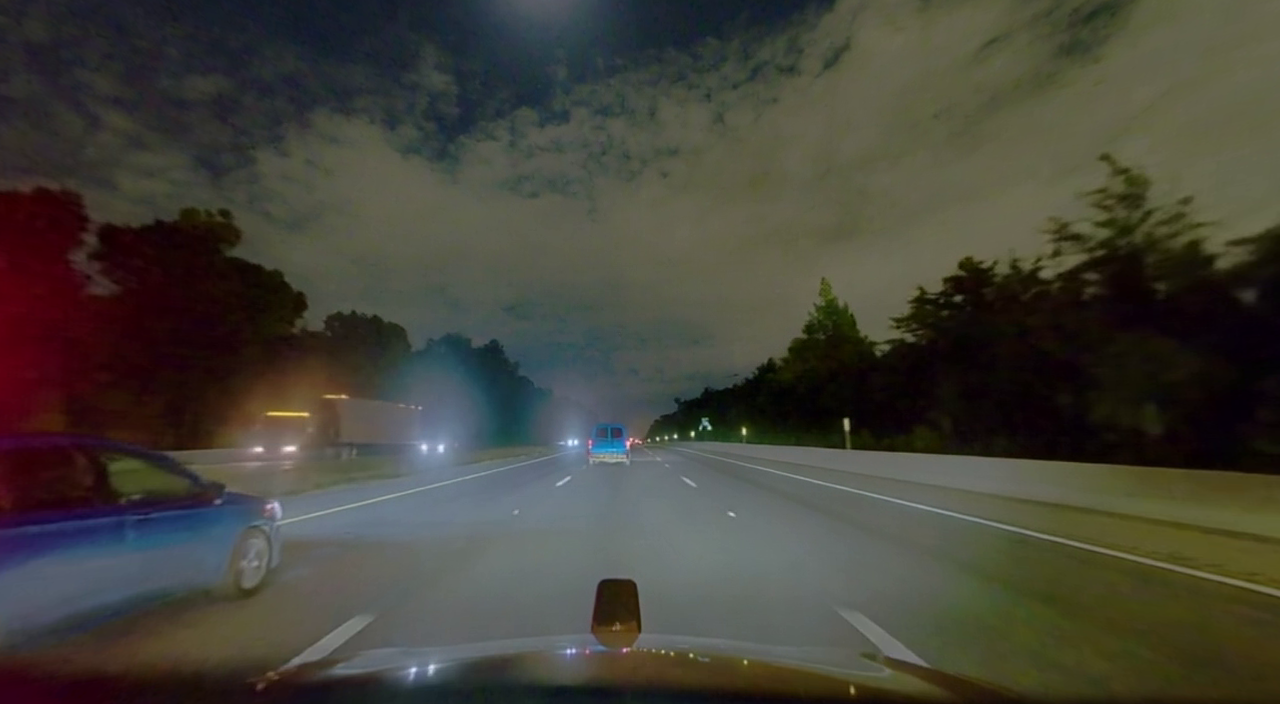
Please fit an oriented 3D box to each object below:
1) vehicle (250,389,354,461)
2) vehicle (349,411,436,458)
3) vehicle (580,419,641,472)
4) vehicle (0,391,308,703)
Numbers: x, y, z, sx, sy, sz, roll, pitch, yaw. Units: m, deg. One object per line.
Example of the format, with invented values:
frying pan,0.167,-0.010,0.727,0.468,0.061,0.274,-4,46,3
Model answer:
vehicle,-20.125,4.439,37.984,2.975,4.001,5.822,0,-8,-1
vehicle,-11.915,4.034,30.797,2.201,2.108,5.177,0,-8,-1
vehicle,-1.133,3.902,26.482,2.297,2.011,4.736,0,-8,0
vehicle,-3.880,0.957,2.873,2.096,1.537,4.700,0,-7,1
